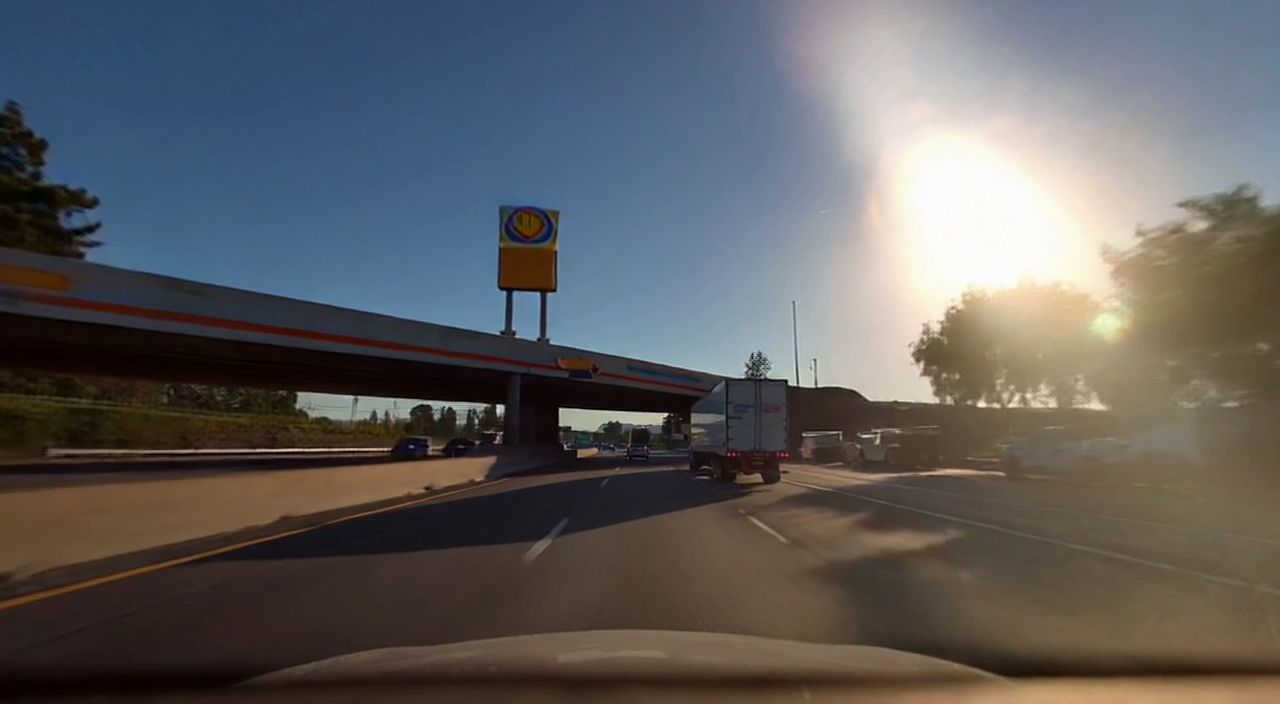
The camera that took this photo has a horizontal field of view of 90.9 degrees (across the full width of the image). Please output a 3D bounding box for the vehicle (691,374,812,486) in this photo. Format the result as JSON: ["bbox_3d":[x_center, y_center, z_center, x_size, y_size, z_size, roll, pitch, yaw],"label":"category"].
[{"bbox_3d":[4.590,3.860,29.871,2.881,3.995,14.382,0,-9,-1],"label":"vehicle"}]

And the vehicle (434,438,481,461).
[{"bbox_3d":[-12.326,6.592,42.814,1.831,1.463,4.205,0,-9,1],"label":"vehicle"}]

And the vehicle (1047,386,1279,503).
[{"bbox_3d":[23.203,3.903,26.363,2.834,3.946,14.251,0,-9,0],"label":"vehicle"}]

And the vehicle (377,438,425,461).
[{"bbox_3d":[-15.768,6.431,41.701,1.712,1.422,3.625,0,-9,0],"label":"vehicle"}]
